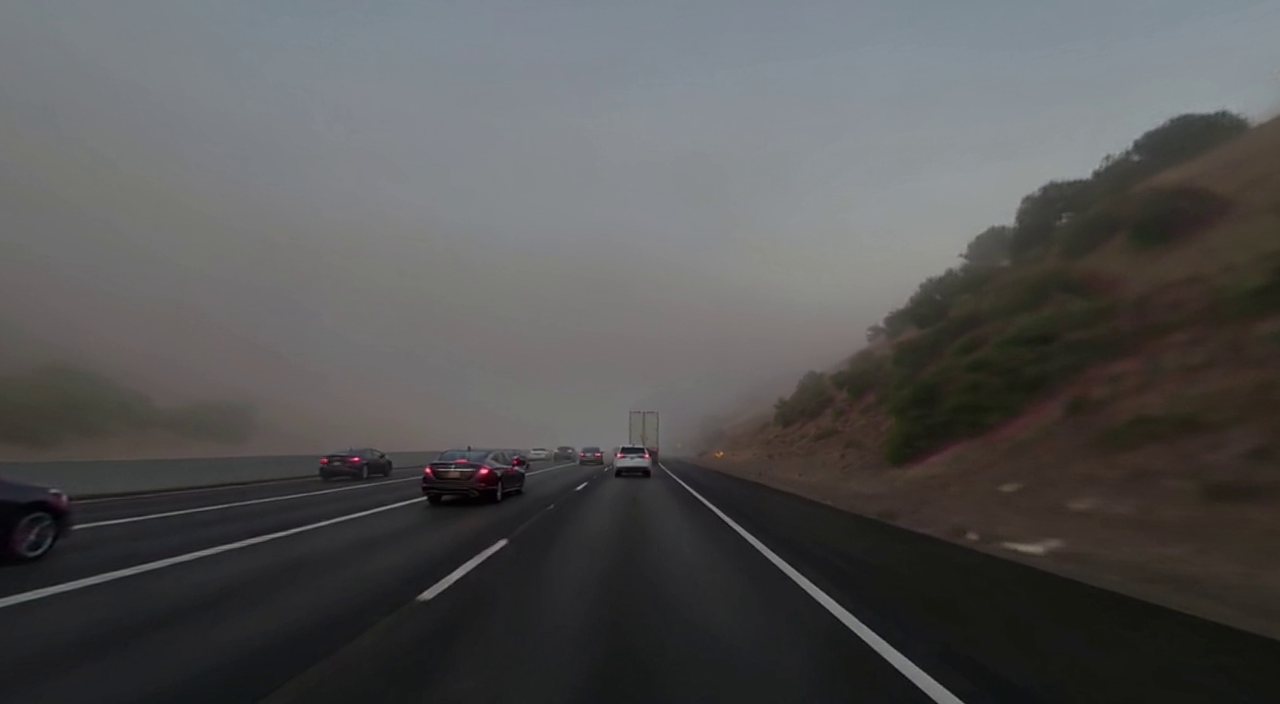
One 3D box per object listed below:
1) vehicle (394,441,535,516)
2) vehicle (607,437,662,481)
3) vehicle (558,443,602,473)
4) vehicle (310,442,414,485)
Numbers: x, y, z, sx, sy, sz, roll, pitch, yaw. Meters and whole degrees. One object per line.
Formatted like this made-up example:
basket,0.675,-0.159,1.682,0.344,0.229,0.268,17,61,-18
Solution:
vehicle,-3.901,2.880,14.929,1.943,1.468,4.547,0,-9,1
vehicle,-0.219,4.725,28.067,2.281,1.795,4.297,1,-9,0
vehicle,-3.564,6.389,38.297,2.155,1.661,4.477,0,-9,1
vehicle,-10.795,4.352,24.849,1.950,1.507,4.527,0,-9,1
